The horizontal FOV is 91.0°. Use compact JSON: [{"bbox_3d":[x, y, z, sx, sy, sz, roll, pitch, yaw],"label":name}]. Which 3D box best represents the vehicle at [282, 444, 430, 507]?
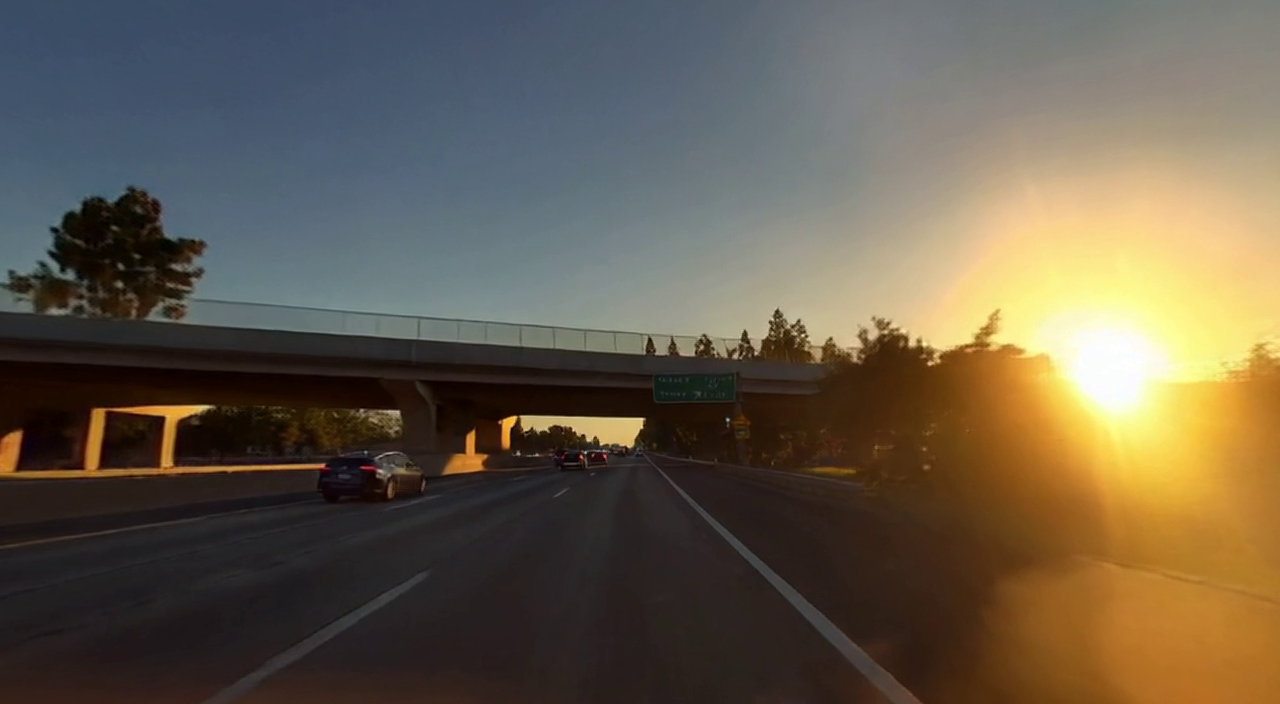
[{"bbox_3d":[-7.746,3.393,17.805,2.002,1.507,4.631,0,-9,0],"label":"vehicle"}]

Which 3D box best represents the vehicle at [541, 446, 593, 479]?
[{"bbox_3d":[-3.801,5.856,33.639,2.102,1.571,4.666,0,-9,1],"label":"vehicle"}]
